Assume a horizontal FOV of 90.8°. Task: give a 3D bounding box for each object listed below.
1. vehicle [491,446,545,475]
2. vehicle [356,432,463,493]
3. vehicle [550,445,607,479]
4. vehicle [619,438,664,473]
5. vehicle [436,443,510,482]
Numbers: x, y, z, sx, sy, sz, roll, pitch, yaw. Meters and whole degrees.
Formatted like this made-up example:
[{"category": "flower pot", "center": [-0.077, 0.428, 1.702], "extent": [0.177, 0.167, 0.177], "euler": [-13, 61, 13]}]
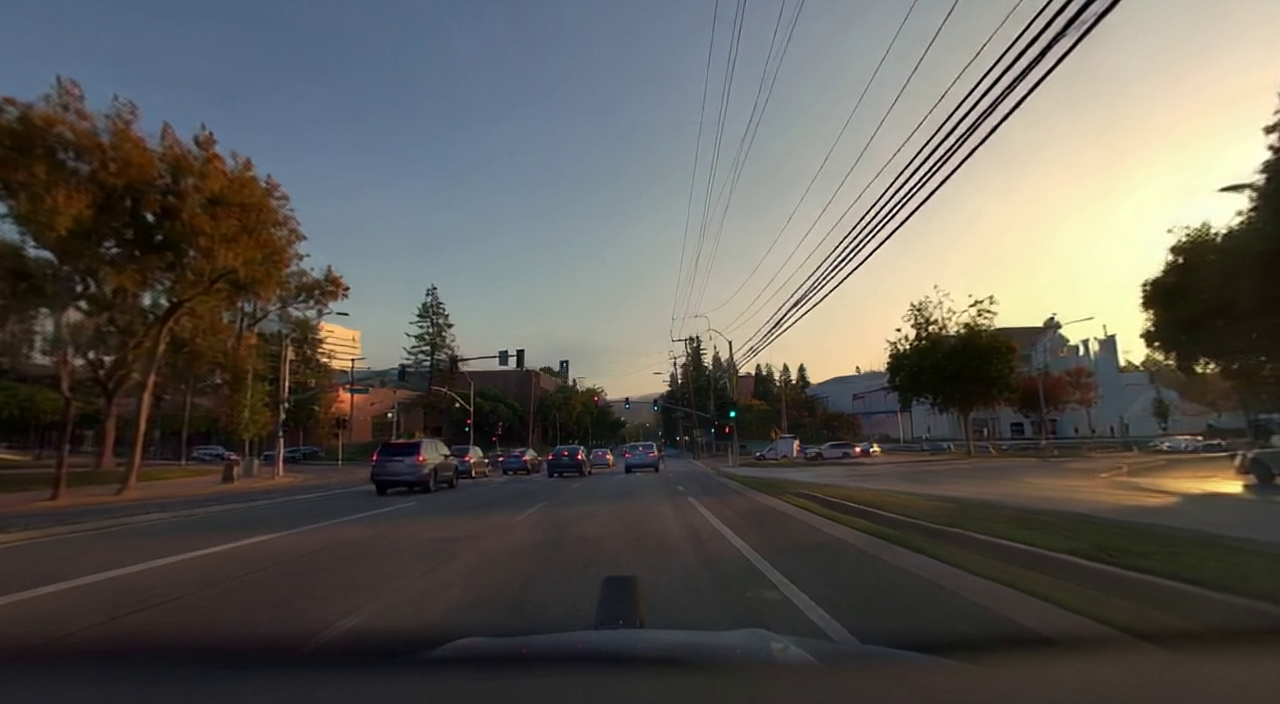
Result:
[{"category": "vehicle", "center": [-6.730, 6.032, 35.383], "extent": [1.904, 1.449, 4.580], "euler": [-1, -8, 3]}, {"category": "vehicle", "center": [-7.335, 3.547, 20.600], "extent": [1.860, 1.754, 4.089], "euler": [0, -8, 1]}, {"category": "vehicle", "center": [-2.801, 5.117, 29.687], "extent": [2.064, 1.464, 4.373], "euler": [0, -8, 2]}, {"category": "vehicle", "center": [0.159, 5.824, 35.831], "extent": [2.276, 1.850, 3.897], "euler": [-1, -8, 4]}, {"category": "vehicle", "center": [-7.314, 4.858, 28.082], "extent": [1.912, 1.573, 4.299], "euler": [-1, -8, 3]}]
